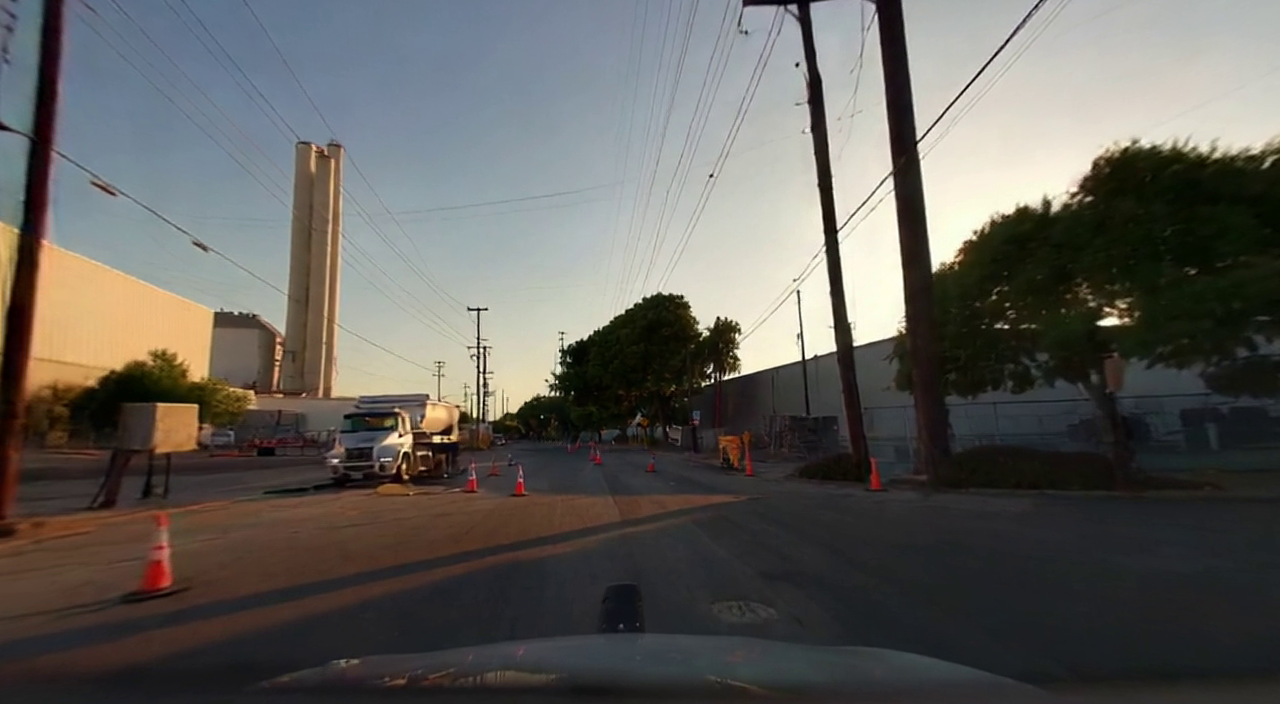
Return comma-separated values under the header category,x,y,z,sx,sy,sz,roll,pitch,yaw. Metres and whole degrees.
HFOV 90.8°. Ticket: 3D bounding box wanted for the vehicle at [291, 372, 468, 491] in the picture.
category,x,y,z,sx,sy,sz,roll,pitch,yaw
vehicle,-8.229,2.702,21.373,2.991,3.173,7.929,-1,-8,-3
